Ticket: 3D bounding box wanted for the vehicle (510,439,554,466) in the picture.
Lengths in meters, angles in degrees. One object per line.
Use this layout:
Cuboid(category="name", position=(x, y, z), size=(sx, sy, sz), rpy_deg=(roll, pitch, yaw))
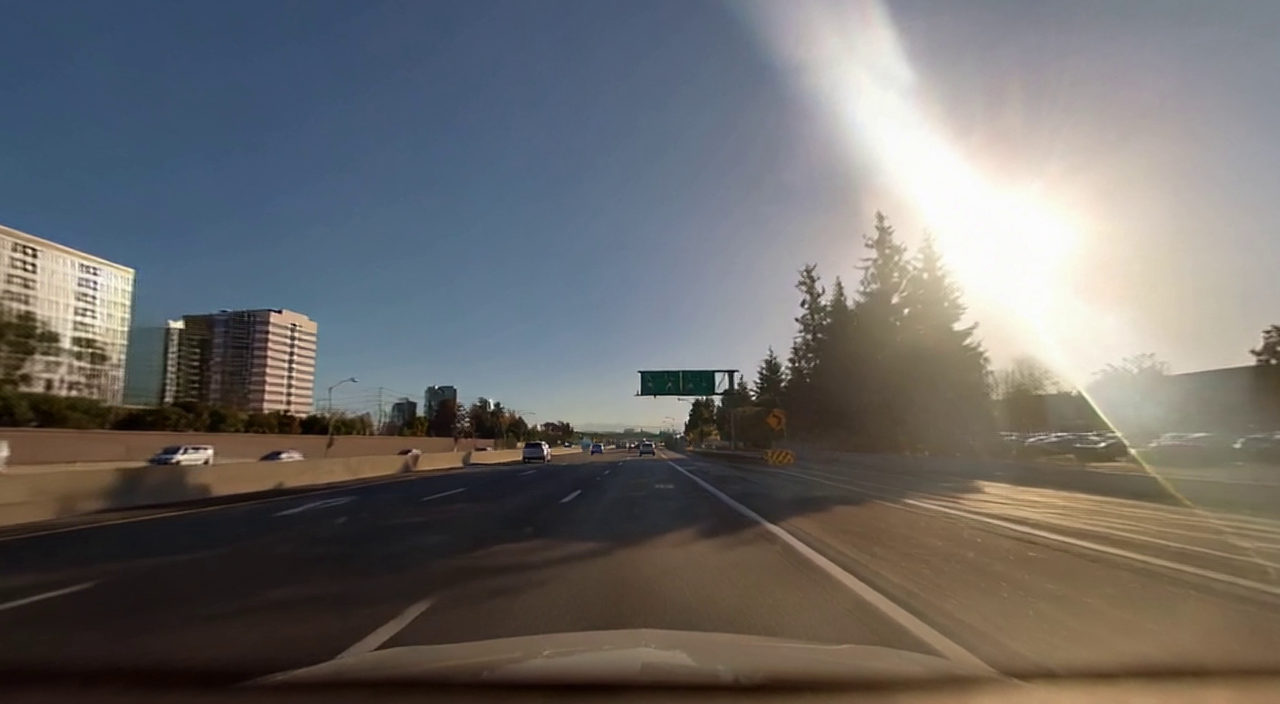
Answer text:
Cuboid(category="vehicle", position=(-7.244, 6.788, 42.772), size=(2.088, 1.678, 4.426), rpy_deg=(0, -8, 1))
